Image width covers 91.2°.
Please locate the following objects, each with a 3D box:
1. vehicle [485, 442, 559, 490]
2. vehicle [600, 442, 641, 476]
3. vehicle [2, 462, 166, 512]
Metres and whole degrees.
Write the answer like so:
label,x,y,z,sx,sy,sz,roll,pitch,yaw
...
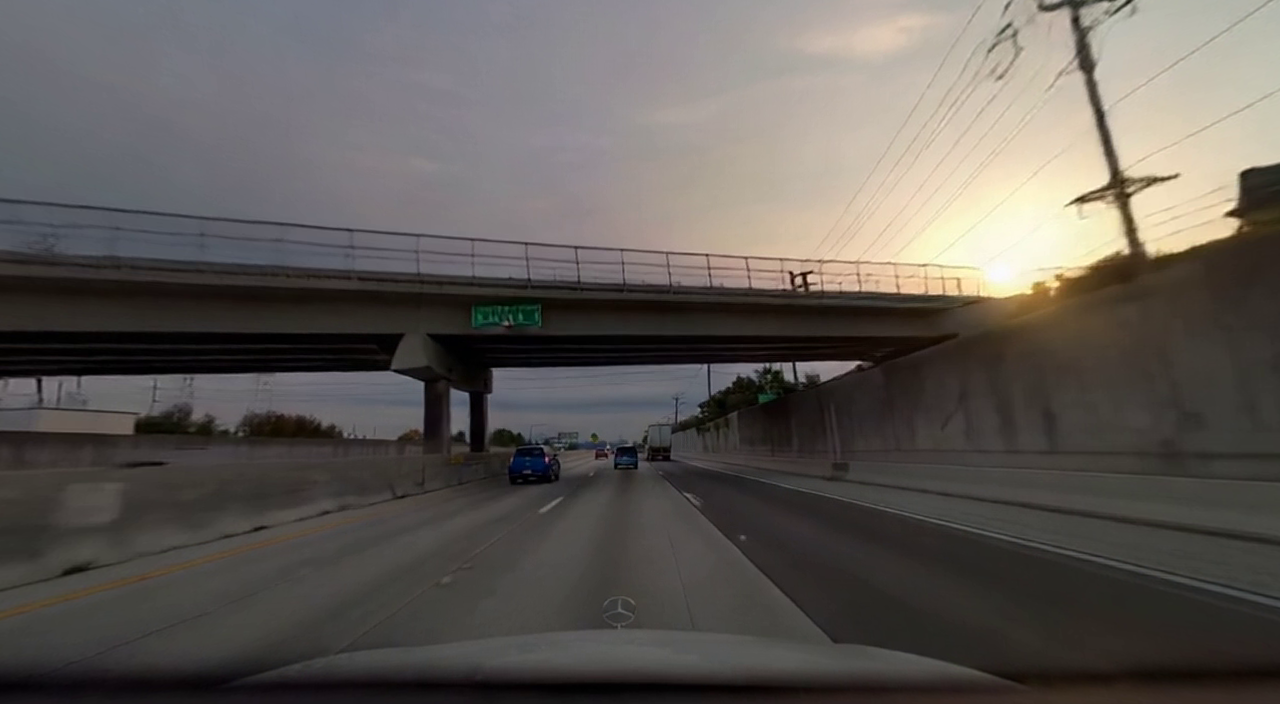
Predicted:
label,x,y,z,sx,sy,sz,roll,pitch,yaw
vehicle,-4.203,4.124,22.961,1.987,1.548,3.981,0,-9,-1
vehicle,-0.965,5.477,32.272,2.004,1.615,4.113,0,-9,-1
vehicle,-20.179,4.878,23.100,1.844,1.544,4.608,0,-9,0
